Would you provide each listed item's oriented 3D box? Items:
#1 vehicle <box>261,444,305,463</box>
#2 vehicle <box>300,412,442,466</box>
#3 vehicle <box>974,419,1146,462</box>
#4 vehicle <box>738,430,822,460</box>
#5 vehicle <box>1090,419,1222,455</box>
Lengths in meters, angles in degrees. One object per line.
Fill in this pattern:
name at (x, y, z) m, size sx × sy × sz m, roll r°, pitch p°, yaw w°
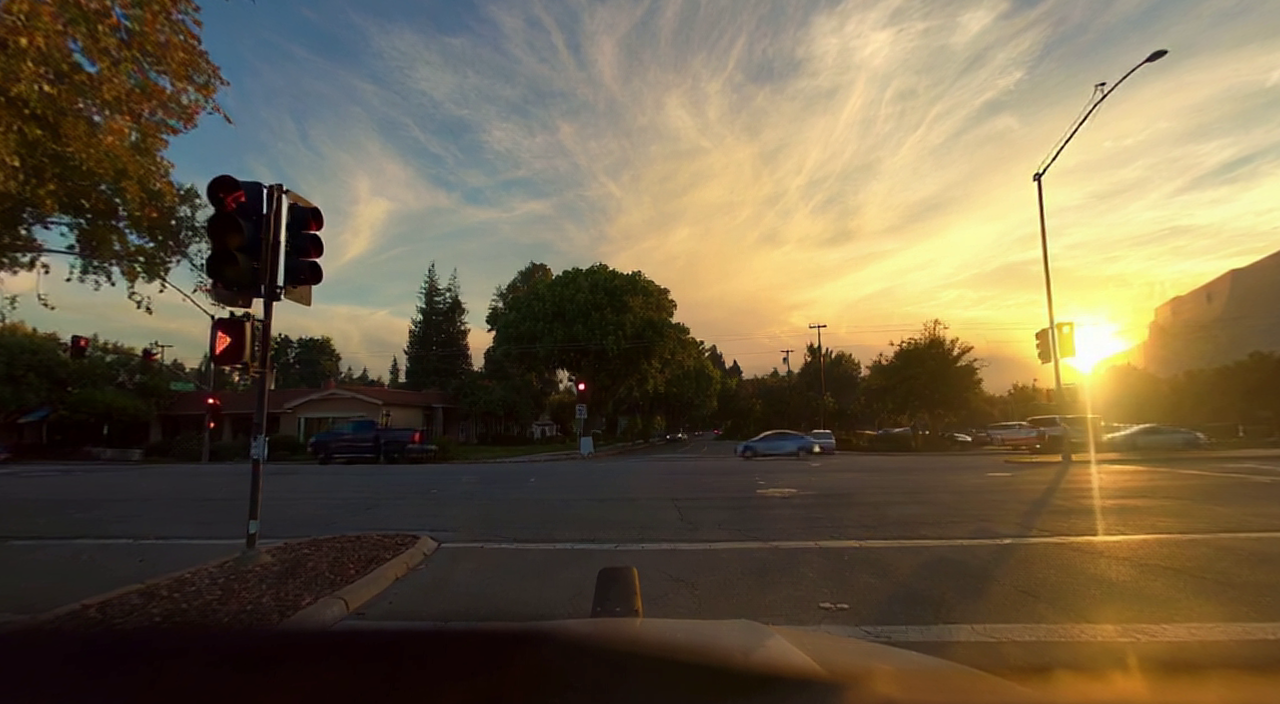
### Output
vehicle at (-27.973, 7.917, 49.623) m, size 2.235 × 1.417 × 4.272 m, roll 3°, pitch -9°, yaw -20°
vehicle at (-16.771, 5.466, 39.602) m, size 7.790 × 3.197 × 2.653 m, roll -2°, pitch -9°, yaw 10°
vehicle at (15.066, 3.214, 22.924) m, size 4.749 × 1.461 × 1.892 m, roll -1°, pitch -9°, yaw 9°
vehicle at (7.652, 5.141, 34.876) m, size 4.370 × 1.592 × 1.886 m, roll -2°, pitch -9°, yaw 10°
vehicle at (25.496, 4.237, 31.383) m, size 4.590 × 1.701 × 1.881 m, roll -2°, pitch -9°, yaw 11°
